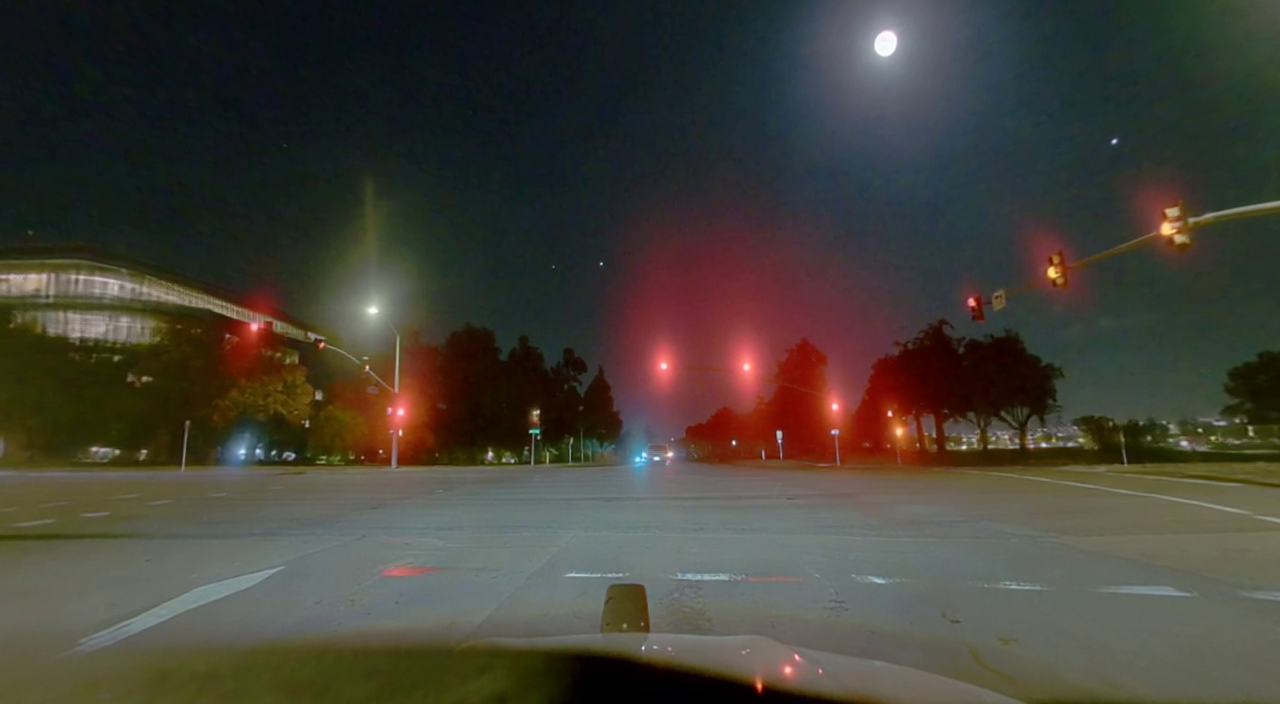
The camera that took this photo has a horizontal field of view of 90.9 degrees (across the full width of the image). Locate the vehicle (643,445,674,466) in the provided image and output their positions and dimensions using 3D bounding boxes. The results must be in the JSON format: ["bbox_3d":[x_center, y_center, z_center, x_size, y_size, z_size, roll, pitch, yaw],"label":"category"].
[{"bbox_3d":[1.297,7.622,46.451,2.132,1.449,4.235,0,-9,0],"label":"vehicle"}]
